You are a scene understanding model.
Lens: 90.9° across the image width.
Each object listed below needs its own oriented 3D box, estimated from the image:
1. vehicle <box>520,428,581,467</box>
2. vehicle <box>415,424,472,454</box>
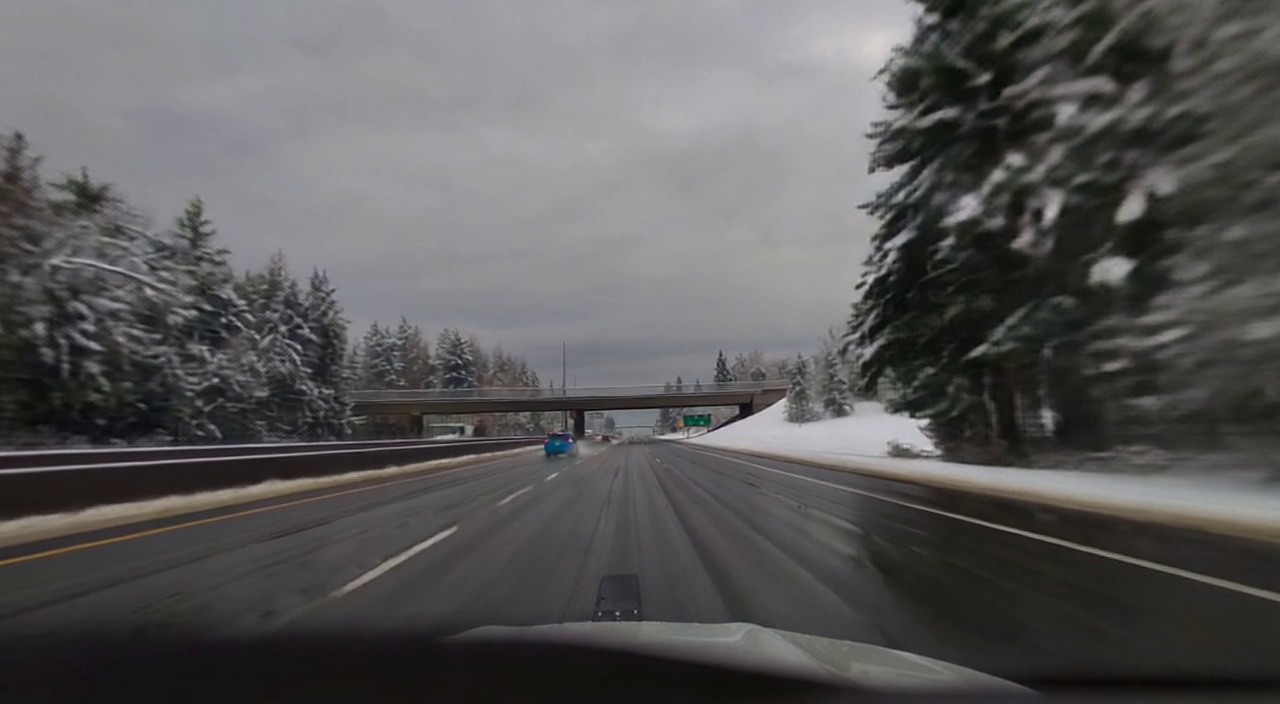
[{"bbox_3d":[-4.002,4.342,29.013,2.086,1.624,4.607,0,-8,1],"label":"vehicle"},{"bbox_3d":[-13.852,6.165,44.755,2.341,1.969,5.181,0,-8,0],"label":"vehicle"}]
